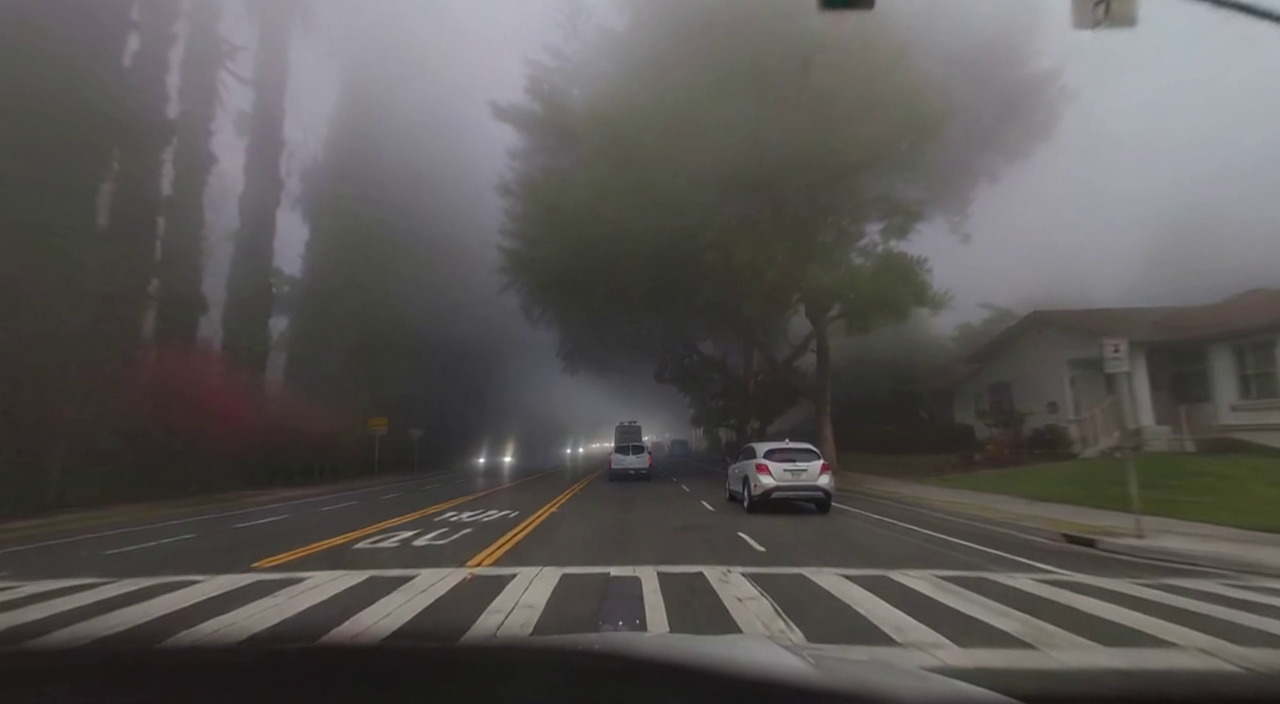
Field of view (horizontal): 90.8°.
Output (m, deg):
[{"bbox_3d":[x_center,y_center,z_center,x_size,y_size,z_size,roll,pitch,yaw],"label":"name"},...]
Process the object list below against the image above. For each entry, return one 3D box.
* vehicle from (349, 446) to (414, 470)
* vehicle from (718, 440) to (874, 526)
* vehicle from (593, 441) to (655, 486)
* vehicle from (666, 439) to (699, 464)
[{"bbox_3d":[-19.631,8.058,48.073,4.133,1.737,1.862,0,-9,2],"label":"vehicle"},{"bbox_3d":[2.950,2.568,13.063,1.973,1.447,4.402,0,-8,-2],"label":"vehicle"},{"bbox_3d":[-0.584,4.114,23.667,2.114,1.483,4.207,0,-8,-1],"label":"vehicle"},{"bbox_3d":[3.281,7.841,49.974,2.187,1.847,4.553,0,-8,-2],"label":"vehicle"}]
